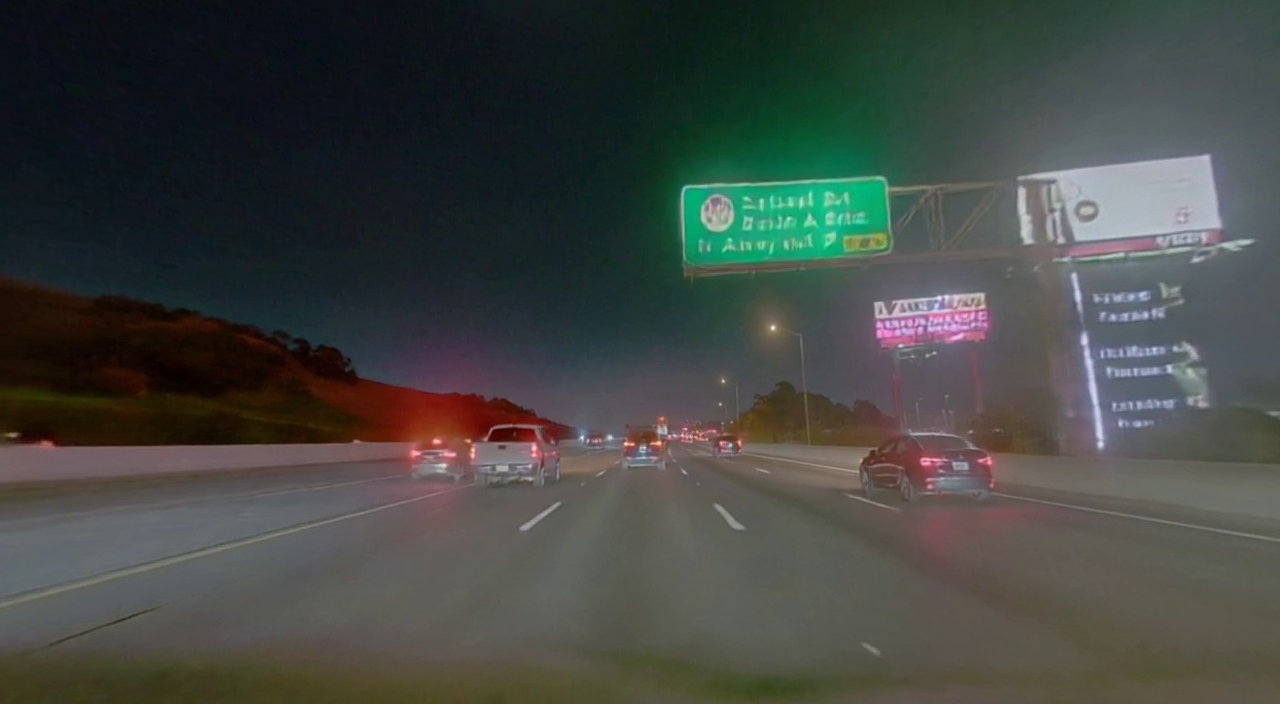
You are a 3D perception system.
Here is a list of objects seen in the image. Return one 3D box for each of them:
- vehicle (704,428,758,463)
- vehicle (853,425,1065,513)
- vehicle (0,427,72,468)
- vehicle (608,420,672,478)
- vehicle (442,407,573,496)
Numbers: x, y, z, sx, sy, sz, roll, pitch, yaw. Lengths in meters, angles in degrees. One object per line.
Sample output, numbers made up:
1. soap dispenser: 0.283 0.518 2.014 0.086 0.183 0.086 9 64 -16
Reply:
1. vehicle: 4.906 5.120 34.629 2.067 1.775 4.372 0 -8 -3
2. vehicle: 6.110 2.286 12.830 1.998 1.456 4.338 0 -8 -1
3. vehicle: -35.268 5.340 35.326 2.281 2.161 4.835 0 -8 1
4. vehicle: 0.031 3.384 22.092 2.052 1.808 3.898 0 -8 1
5. vehicle: -3.328 2.693 17.287 2.316 1.999 5.765 0 -8 0
